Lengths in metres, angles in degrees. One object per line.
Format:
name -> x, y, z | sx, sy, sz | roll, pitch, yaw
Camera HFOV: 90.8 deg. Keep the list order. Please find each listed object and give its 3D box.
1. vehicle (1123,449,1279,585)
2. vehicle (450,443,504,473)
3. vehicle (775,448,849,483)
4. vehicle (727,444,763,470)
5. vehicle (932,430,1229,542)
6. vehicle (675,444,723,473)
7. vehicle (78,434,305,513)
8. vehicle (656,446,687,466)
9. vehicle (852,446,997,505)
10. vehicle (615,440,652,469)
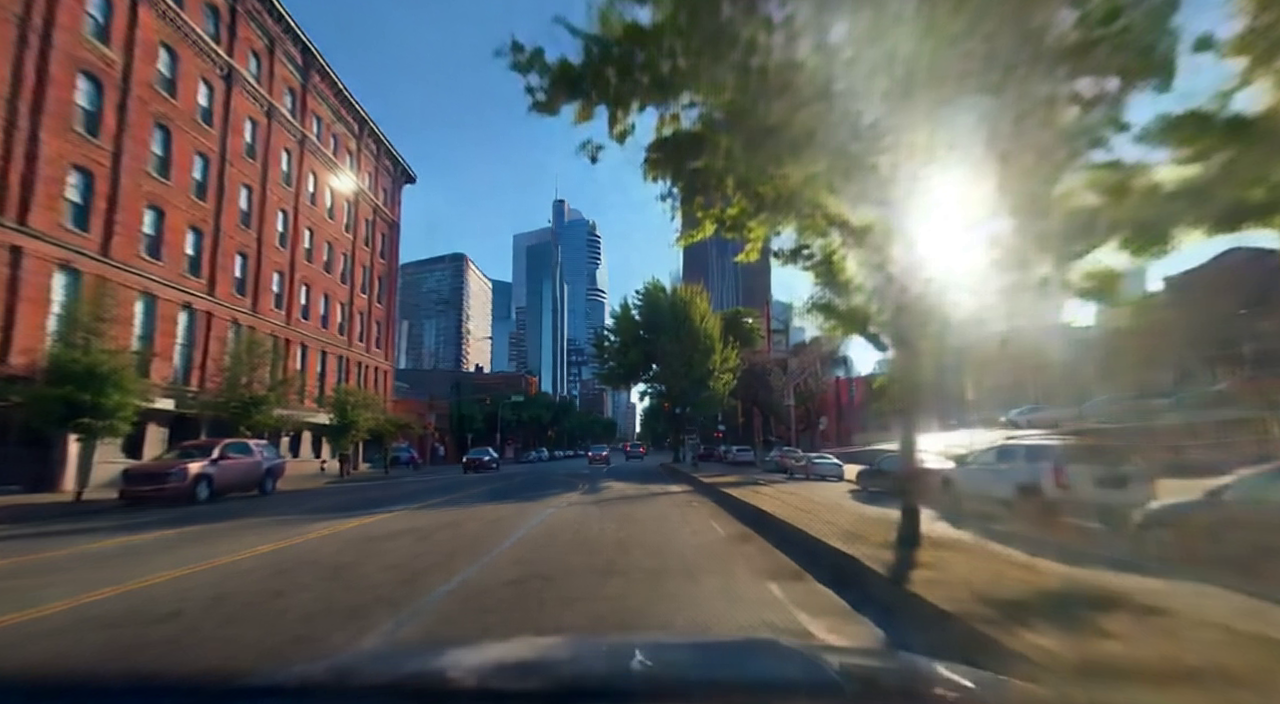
vehicle -> 8.149, 1.804, 6.766 | 2.075, 1.467, 4.800 | 0, -8, -1
vehicle -> -10.075, 6.579, 39.472 | 2.212, 1.784, 4.626 | 0, -8, -1
vehicle -> 8.036, 5.334, 30.071 | 2.054, 1.455, 4.786 | 0, -8, -2
vehicle -> 7.914, 7.926, 47.904 | 1.959, 1.719, 4.538 | 1, -8, 0
vehicle -> 8.155, 2.519, 12.530 | 2.310, 1.753, 4.814 | 0, -9, -1
vehicle -> 3.256, 6.035, 36.115 | 2.238, 1.499, 4.964 | 0, -8, 0
vehicle -> -14.454, 3.953, 21.143 | 2.822, 2.230, 6.145 | 0, -9, 3
vehicle -> 2.368, 7.916, 48.227 | 2.019, 1.462, 4.155 | 0, -8, -1
vehicle -> 8.167, 3.549, 18.719 | 2.072, 1.479, 4.603 | 0, -8, -1
vehicle -> -0.413, 6.858, 42.524 | 2.329, 1.842, 4.537 | 0, -8, 0
